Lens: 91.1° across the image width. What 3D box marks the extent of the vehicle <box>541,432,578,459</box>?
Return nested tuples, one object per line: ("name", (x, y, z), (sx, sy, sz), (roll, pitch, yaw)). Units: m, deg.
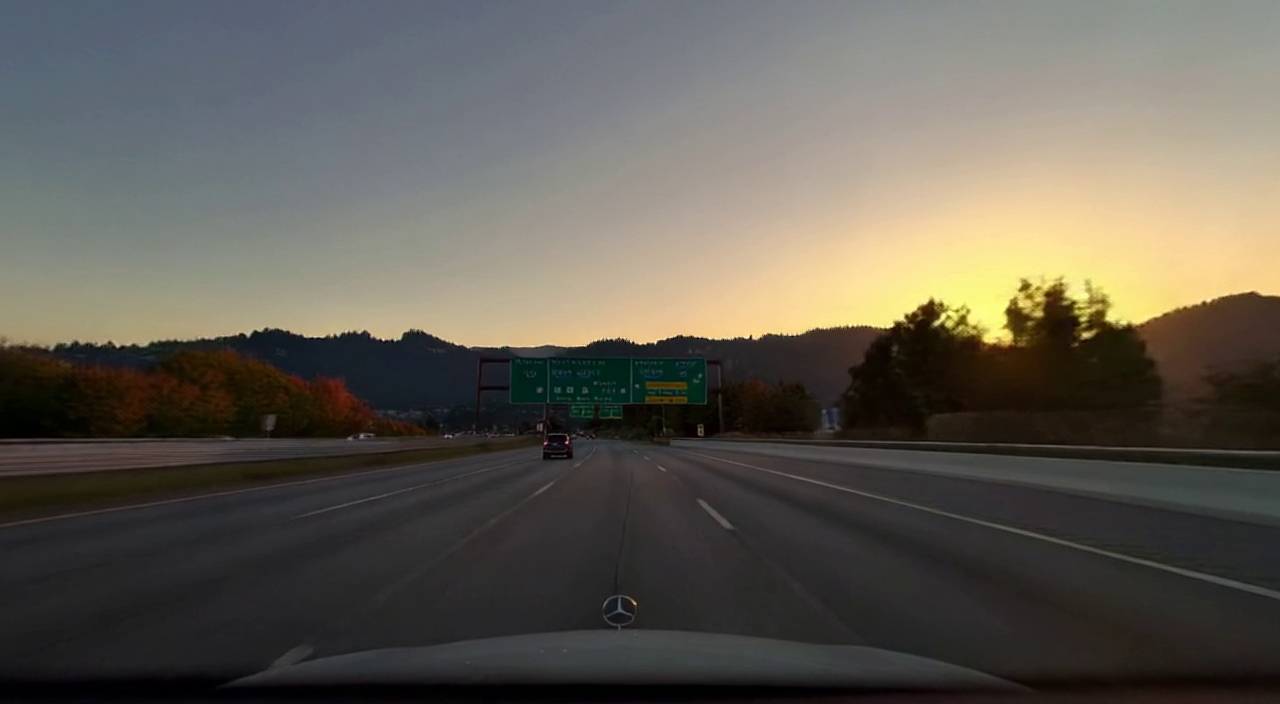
("vehicle", (-4.875, 5.710, 38.647), (1.878, 1.548, 3.966), (0, -8, -2))
